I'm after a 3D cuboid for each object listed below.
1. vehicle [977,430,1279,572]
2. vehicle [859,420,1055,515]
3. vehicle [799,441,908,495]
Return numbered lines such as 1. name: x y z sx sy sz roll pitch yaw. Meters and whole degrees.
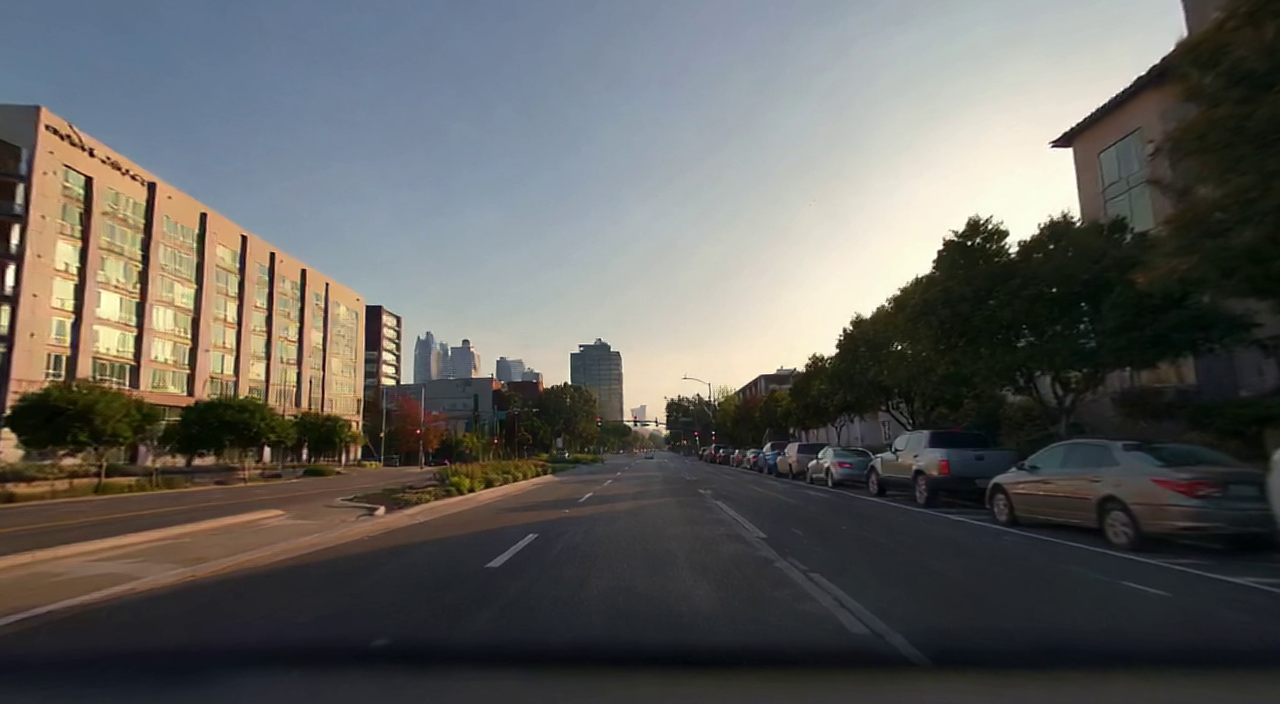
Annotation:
1. vehicle: 6.863 1.928 8.956 1.816 1.502 4.363 0 -9 2
2. vehicle: 6.851 2.563 14.347 1.983 1.772 4.833 0 -9 1
3. vehicle: 6.746 3.716 20.488 2.020 1.520 4.876 0 -9 3
